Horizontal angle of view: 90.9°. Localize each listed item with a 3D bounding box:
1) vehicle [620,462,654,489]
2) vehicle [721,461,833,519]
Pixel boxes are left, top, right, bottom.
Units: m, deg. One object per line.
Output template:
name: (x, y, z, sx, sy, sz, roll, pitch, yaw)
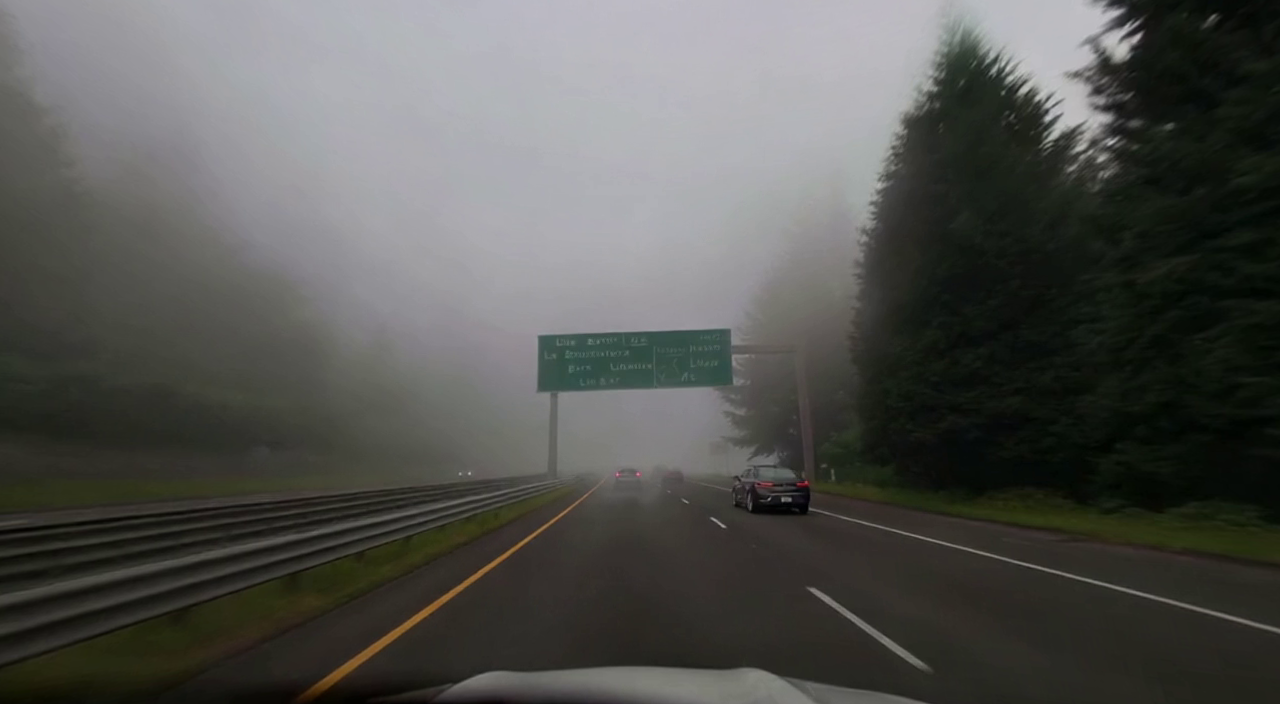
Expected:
vehicle: (-0.229, 7.465, 38.256, 1.980, 1.483, 3.865, 1, -10, -1)
vehicle: (3.775, 3.932, 18.370, 2.018, 1.426, 4.941, 1, -10, -2)
